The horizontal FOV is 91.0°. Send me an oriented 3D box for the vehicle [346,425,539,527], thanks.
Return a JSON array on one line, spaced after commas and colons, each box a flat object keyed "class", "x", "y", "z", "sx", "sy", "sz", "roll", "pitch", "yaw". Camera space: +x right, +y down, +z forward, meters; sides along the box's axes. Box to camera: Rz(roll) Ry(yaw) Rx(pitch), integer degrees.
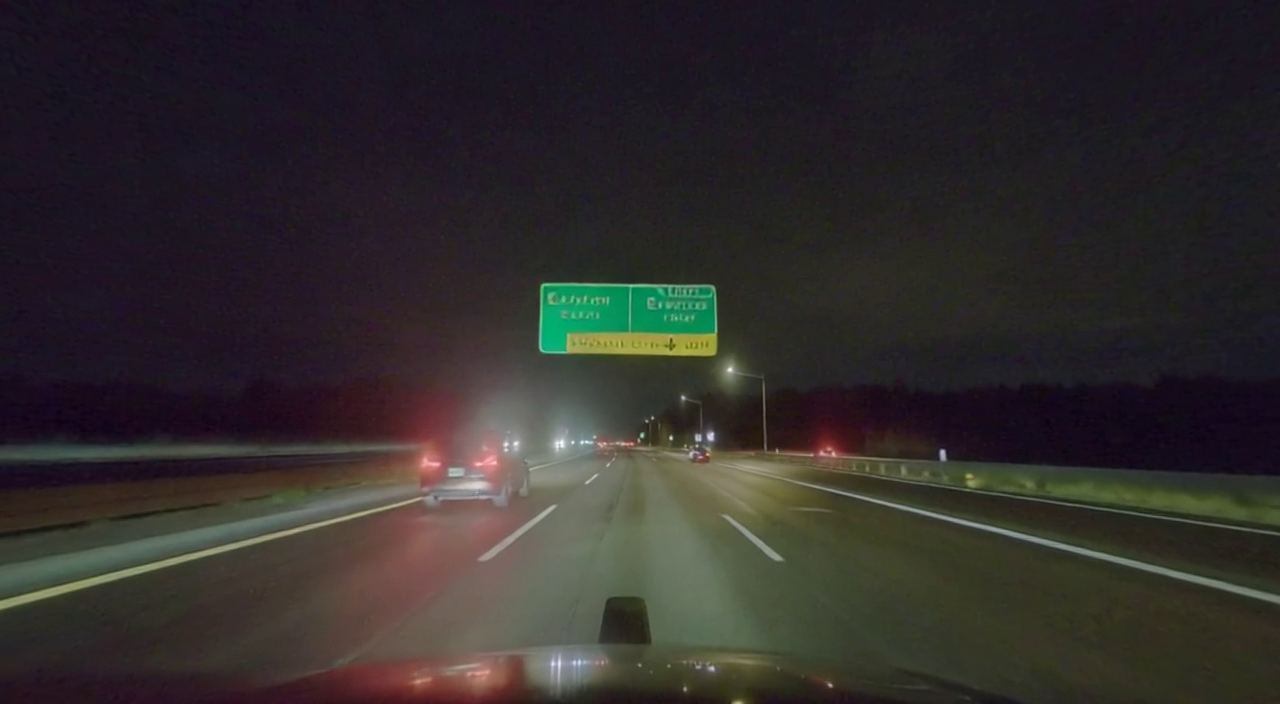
[{"class": "vehicle", "x": -3.583, "y": 2.356, "z": 12.659, "sx": 2.160, "sy": 1.608, "sz": 5.012, "roll": 0, "pitch": -8, "yaw": 1}]
